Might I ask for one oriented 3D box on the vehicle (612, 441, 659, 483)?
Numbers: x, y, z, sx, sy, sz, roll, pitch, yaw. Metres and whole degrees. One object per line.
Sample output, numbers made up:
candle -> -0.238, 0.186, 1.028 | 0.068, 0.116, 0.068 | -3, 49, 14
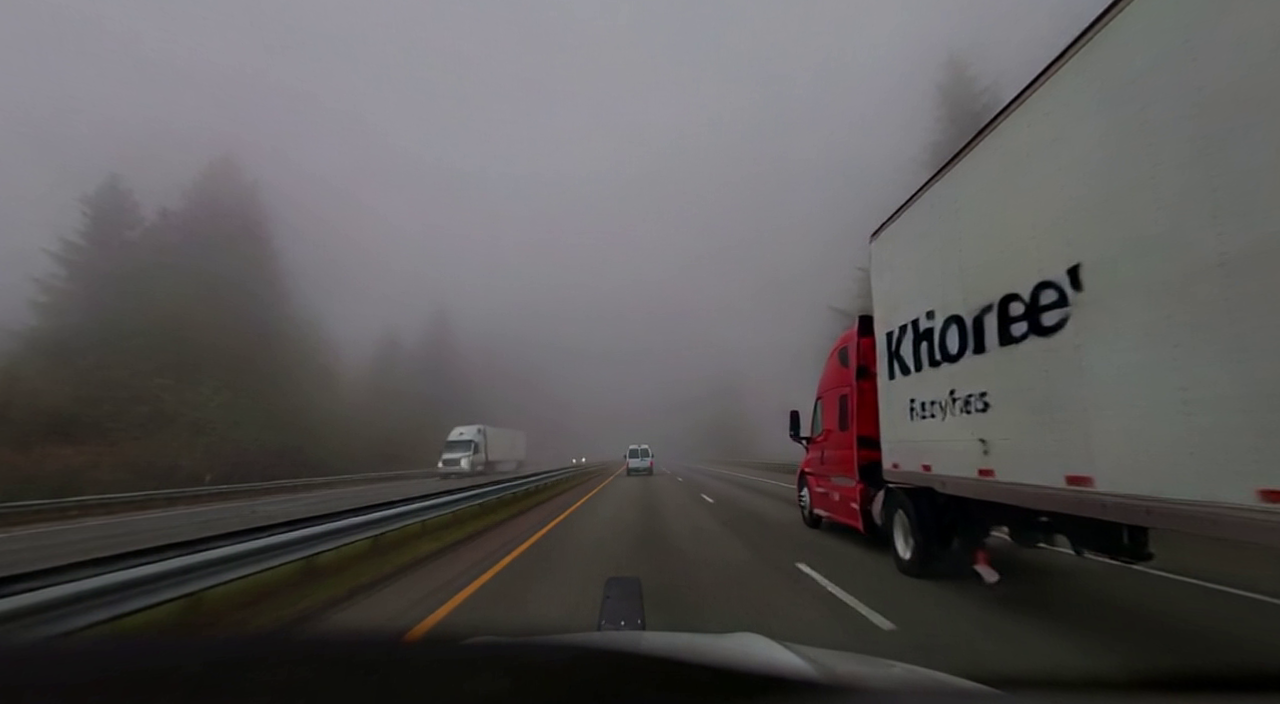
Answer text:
vehicle -> -0.221, 5.270, 30.450 | 2.105, 1.865, 4.102 | 0, -9, 0

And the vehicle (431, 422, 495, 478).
vehicle -> -13.333, 7.461, 47.996 | 3.008, 3.963, 5.909 | 0, -9, 1

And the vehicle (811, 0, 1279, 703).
vehicle -> 4.326, -0.075, 3.723 | 3.030, 3.985, 12.707 | 0, -9, 0
